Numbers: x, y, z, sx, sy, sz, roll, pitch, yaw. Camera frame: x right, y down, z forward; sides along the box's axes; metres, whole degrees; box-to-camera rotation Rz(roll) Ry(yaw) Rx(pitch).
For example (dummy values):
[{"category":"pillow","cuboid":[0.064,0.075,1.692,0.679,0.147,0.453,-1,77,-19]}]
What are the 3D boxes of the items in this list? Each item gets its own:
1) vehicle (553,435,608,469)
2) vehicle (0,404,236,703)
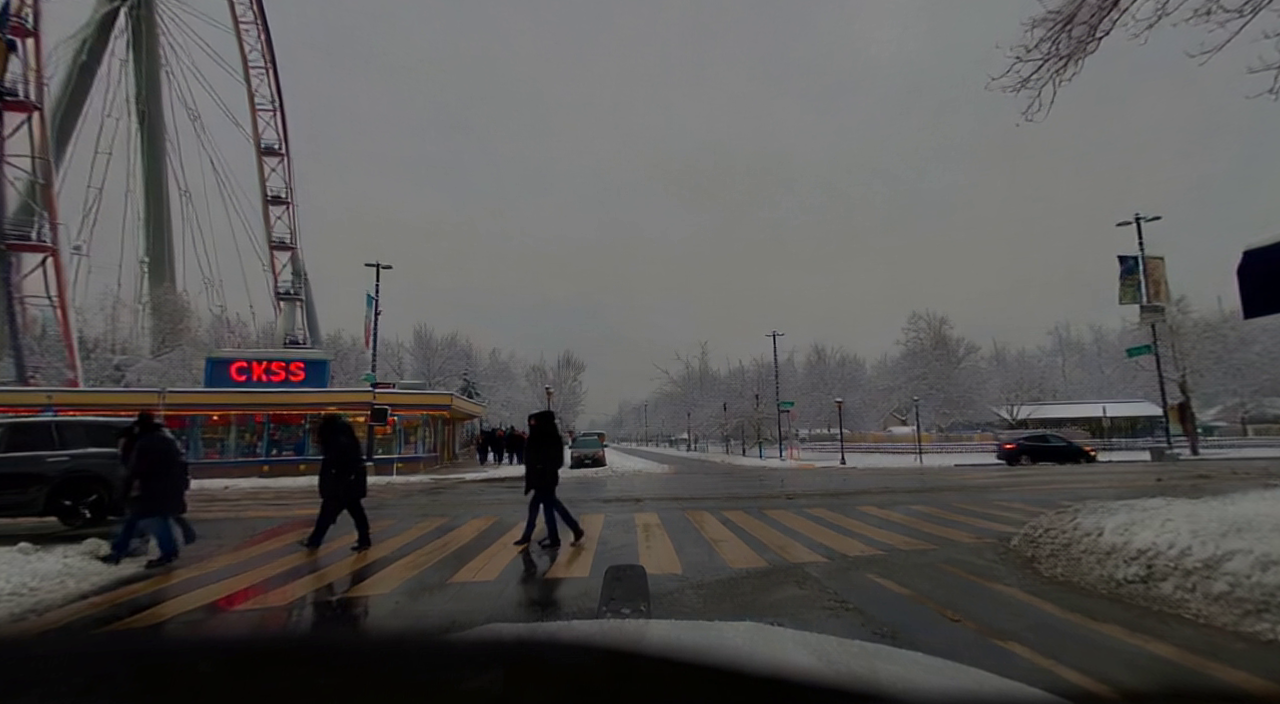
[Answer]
[{"category":"vehicle","cuboid":[-3.890,6.350,40.259,2.549,2.000,5.699,2,-9,-15]},{"category":"vehicle","cuboid":[-3.370,0.788,1.180,1.940,1.505,4.676,-1,-9,3]}]
